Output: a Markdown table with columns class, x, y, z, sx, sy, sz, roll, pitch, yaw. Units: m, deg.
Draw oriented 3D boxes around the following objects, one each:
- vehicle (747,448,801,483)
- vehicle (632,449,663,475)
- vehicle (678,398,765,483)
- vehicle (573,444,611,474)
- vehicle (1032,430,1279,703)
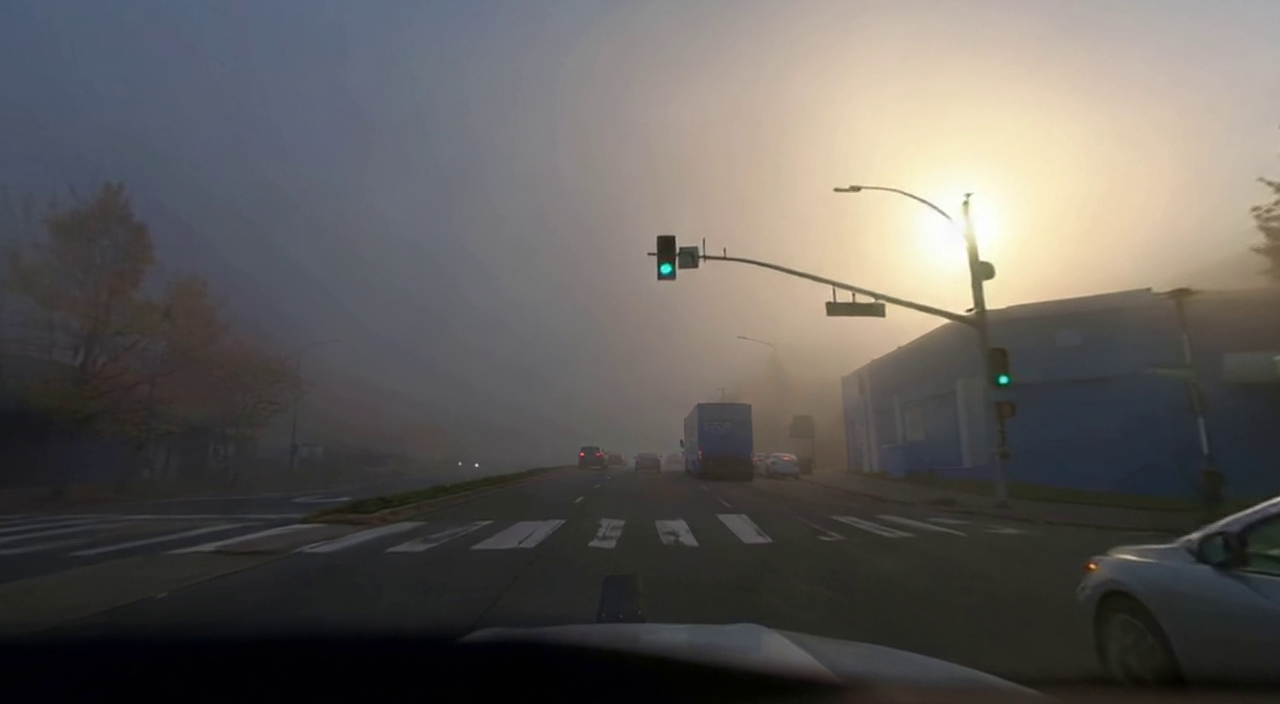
| class | x | y | z | sx | sy | sz | roll | pitch | yaw |
| --- | --- | --- | --- | --- | --- | --- | --- | --- | --- |
| vehicle | 6.980 | 6.062 | 33.252 | 1.889 | 1.417 | 4.759 | -3 | -14 | 1 |
| vehicle | 0.440 | 6.894 | 39.693 | 1.846 | 1.528 | 4.348 | 0 | -9 | 0 |
| vehicle | 3.877 | 4.654 | 32.744 | 3.003 | 3.680 | 10.684 | 0 | -9 | 0 |
| vehicle | -3.125 | 7.040 | 41.725 | 2.035 | 1.867 | 4.607 | -1 | -9 | 2 |
| vehicle | 3.807 | 0.954 | 2.025 | 1.915 | 1.449 | 4.970 | 0 | -9 | 0 |
